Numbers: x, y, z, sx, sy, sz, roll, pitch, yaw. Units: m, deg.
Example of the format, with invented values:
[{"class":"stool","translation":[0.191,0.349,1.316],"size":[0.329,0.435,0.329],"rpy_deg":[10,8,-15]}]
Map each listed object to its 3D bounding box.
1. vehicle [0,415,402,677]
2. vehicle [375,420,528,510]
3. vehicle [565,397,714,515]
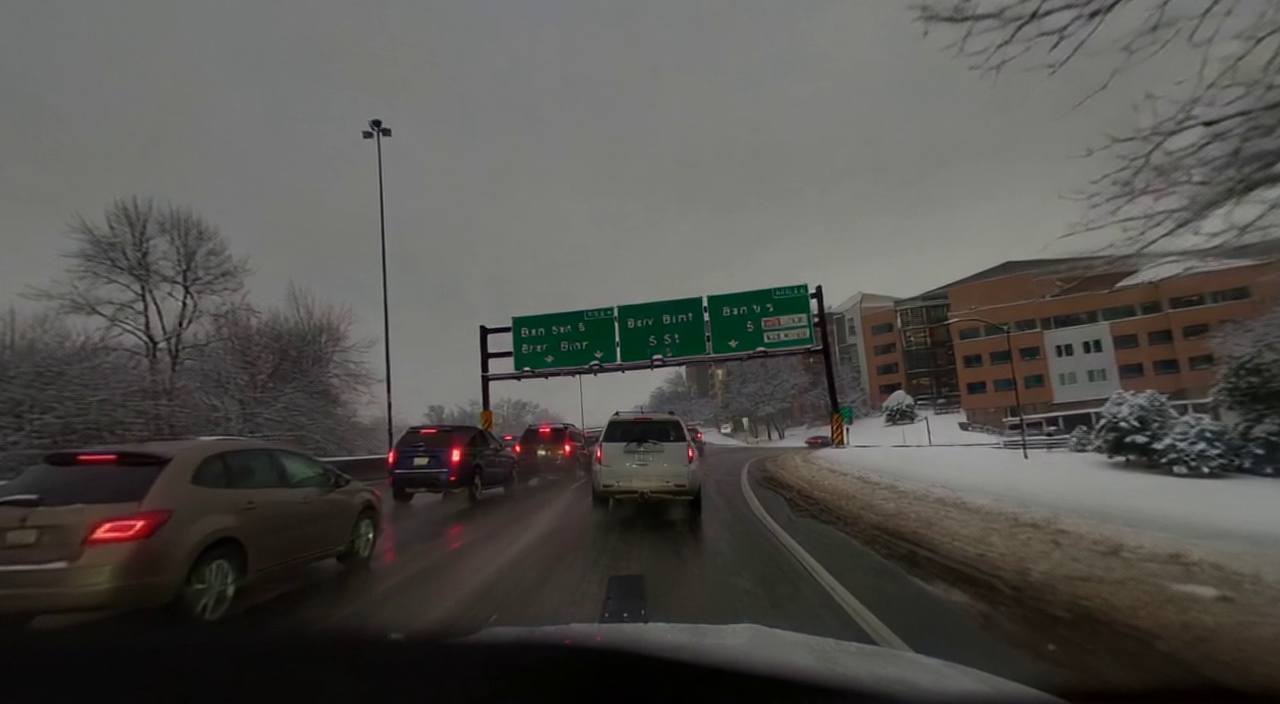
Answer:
[{"class":"vehicle","translation":[-4.123,1.433,5.820],"size":[2.087,1.481,4.225],"rpy_deg":[0,-9,2]},{"class":"vehicle","translation":[-4.058,2.530,14.511],"size":[1.953,1.729,4.377],"rpy_deg":[0,-9,3]},{"class":"vehicle","translation":[0.072,2.280,14.156],"size":[2.616,2.063,5.933],"rpy_deg":[0,-9,2]}]
